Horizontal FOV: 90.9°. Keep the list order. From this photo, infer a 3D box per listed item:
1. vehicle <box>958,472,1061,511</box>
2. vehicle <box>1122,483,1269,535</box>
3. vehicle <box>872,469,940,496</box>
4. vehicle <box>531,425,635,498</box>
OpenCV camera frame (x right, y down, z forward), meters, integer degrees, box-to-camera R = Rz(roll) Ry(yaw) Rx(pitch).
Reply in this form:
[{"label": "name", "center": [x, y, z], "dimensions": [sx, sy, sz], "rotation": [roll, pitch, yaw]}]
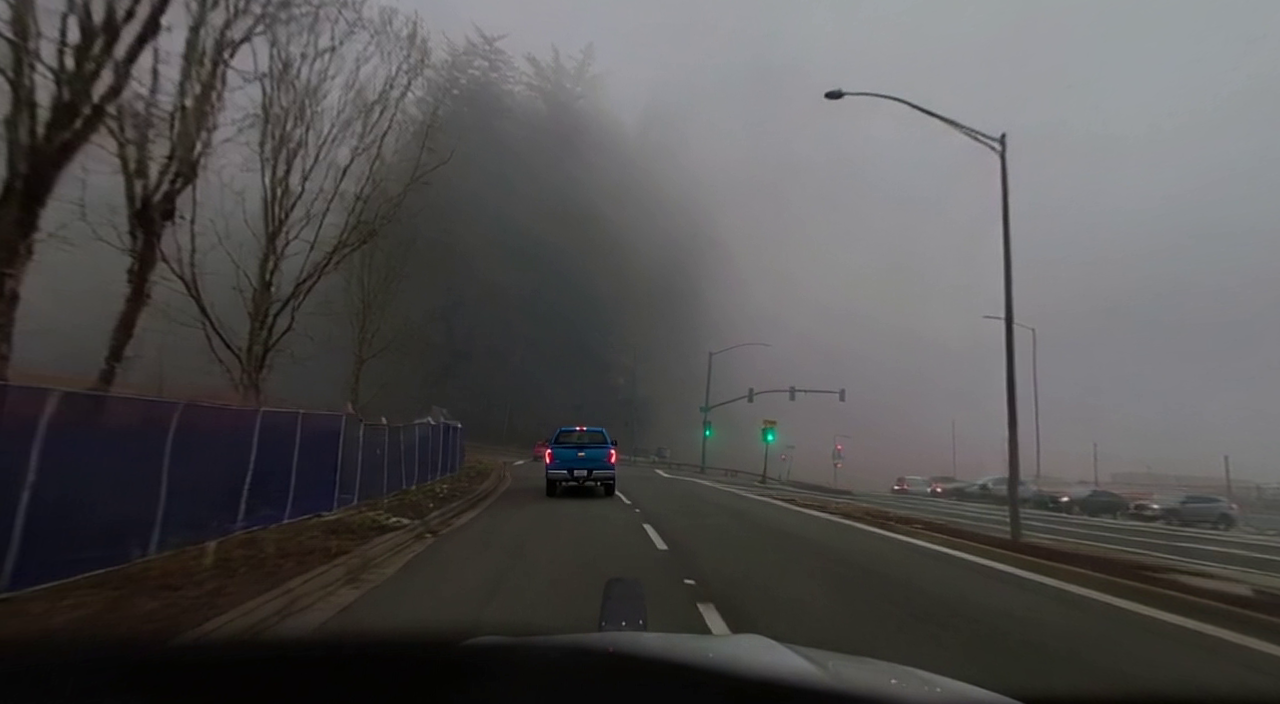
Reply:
[{"label": "vehicle", "center": [18.406, 6.955, 31.734], "dimensions": [1.884, 1.622, 4.485], "rotation": [3, -10, -11]}, {"label": "vehicle", "center": [23.233, 6.551, 26.658], "dimensions": [1.841, 1.673, 4.470], "rotation": [1, -8, -7]}, {"label": "vehicle", "center": [16.955, 8.339, 40.463], "dimensions": [1.808, 1.467, 4.360], "rotation": [4, -10, -12]}, {"label": "vehicle", "center": [-1.554, 2.964, 17.544], "dimensions": [2.436, 1.698, 5.322], "rotation": [0, -8, -5]}]
